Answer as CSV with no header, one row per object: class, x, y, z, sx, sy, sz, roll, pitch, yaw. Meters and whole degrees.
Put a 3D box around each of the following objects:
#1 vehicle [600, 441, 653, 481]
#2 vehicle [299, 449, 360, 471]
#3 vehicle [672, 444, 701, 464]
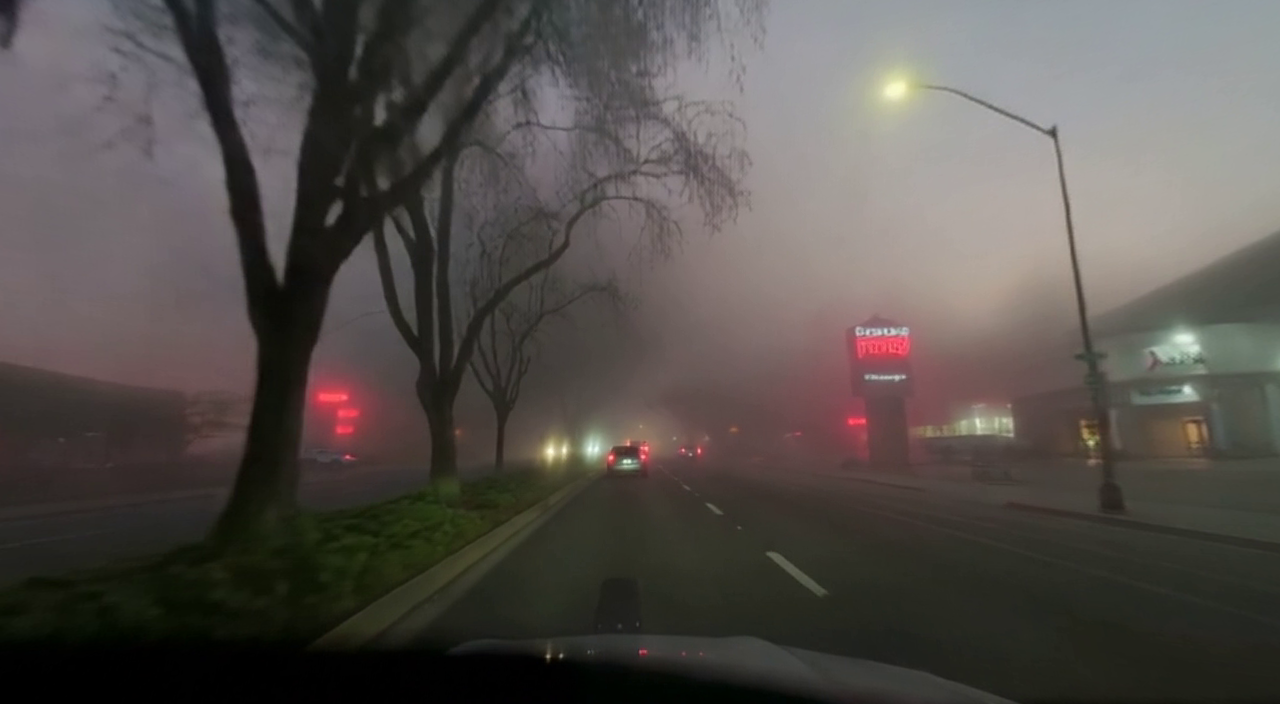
vehicle,-0.506,4.358,25.556,2.006,1.487,3.535,0,-8,0
vehicle,-23.408,8.150,47.732,3.650,1.487,1.757,-1,-8,-1
vehicle,3.632,8.002,49.847,1.910,1.474,4.003,0,-8,-1
